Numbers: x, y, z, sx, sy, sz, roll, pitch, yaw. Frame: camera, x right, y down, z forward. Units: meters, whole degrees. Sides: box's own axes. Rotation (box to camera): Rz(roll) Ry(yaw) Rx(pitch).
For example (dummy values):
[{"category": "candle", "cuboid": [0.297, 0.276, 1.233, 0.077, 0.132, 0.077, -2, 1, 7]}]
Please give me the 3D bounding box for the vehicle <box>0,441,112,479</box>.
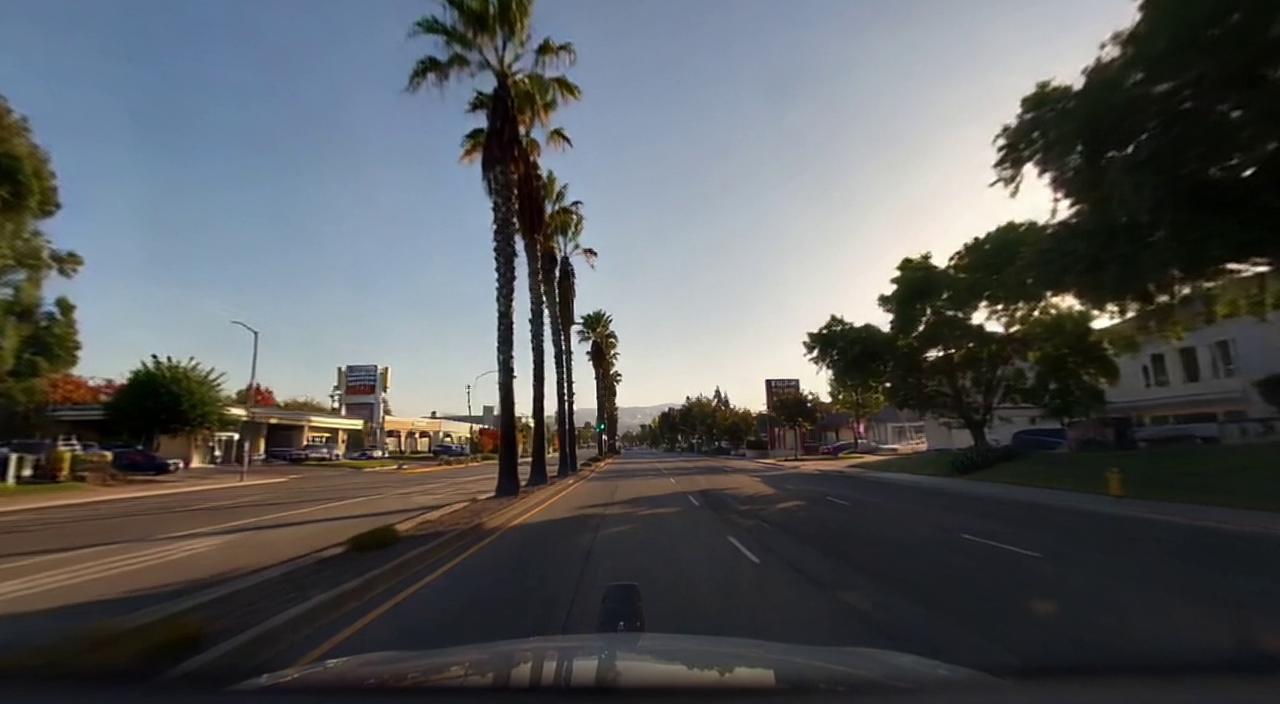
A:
[{"category": "vehicle", "cuboid": [-31.816, 5.751, 33.777, 5.196, 1.936, 2.247, -1, -9, 3]}]
